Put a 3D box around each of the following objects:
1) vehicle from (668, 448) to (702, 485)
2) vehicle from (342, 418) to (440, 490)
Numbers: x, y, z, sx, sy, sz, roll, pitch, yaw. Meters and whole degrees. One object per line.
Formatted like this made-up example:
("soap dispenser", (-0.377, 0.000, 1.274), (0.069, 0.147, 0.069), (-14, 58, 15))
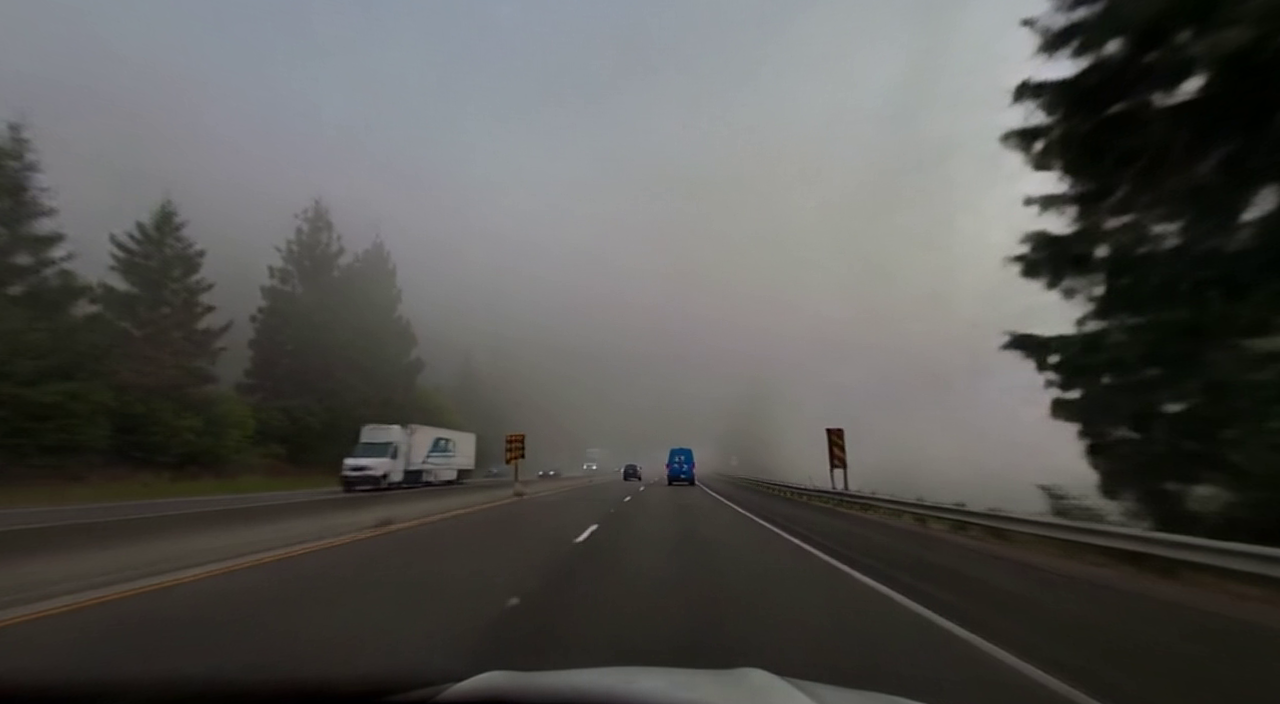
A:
("vehicle", (3.302, 8.585, 47.137), (2.366, 2.595, 5.793), (0, -11, 3))
("vehicle", (-14.673, 6.170, 37.767), (2.881, 3.885, 6.052), (0, -11, 4))
